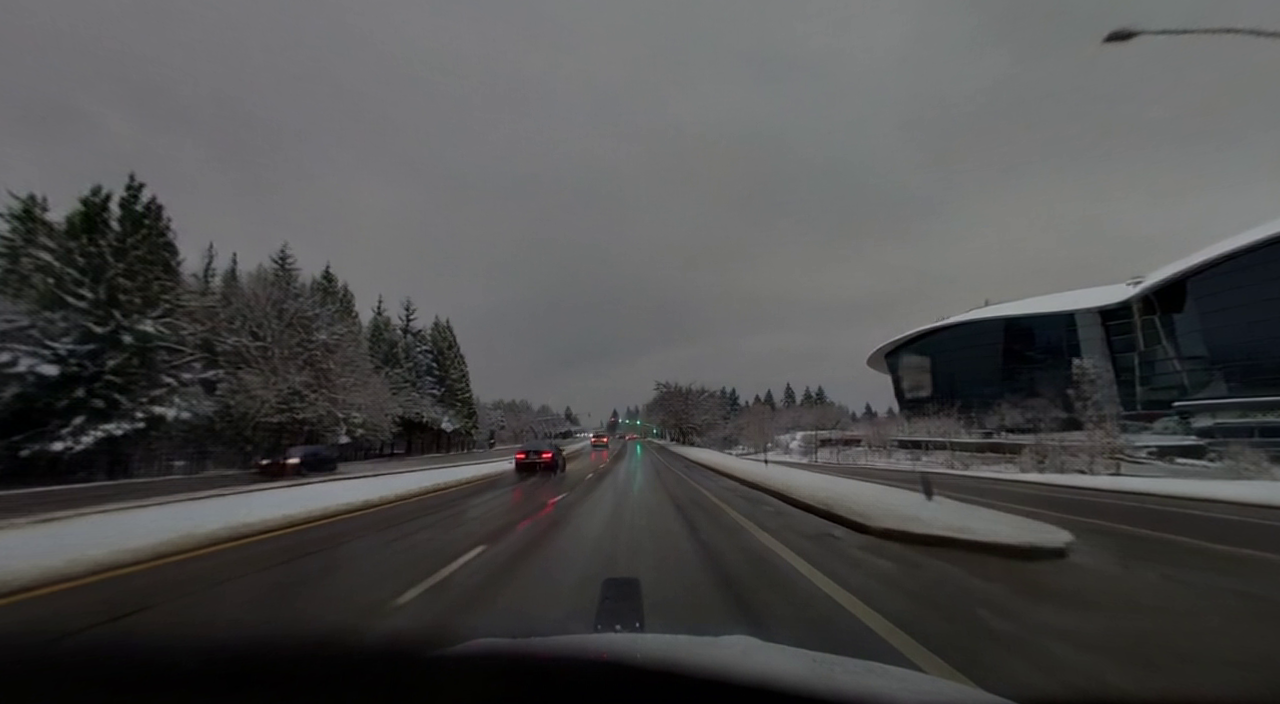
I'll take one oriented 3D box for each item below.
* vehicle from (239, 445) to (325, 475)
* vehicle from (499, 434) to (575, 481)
[{"bbox_3d":[-19.375,5.832,34.466,1.895,1.514,4.766,0,-8,0],"label":"vehicle"},{"bbox_3d":[-3.633,3.828,23.236,1.984,1.521,4.682,0,-8,1],"label":"vehicle"}]
